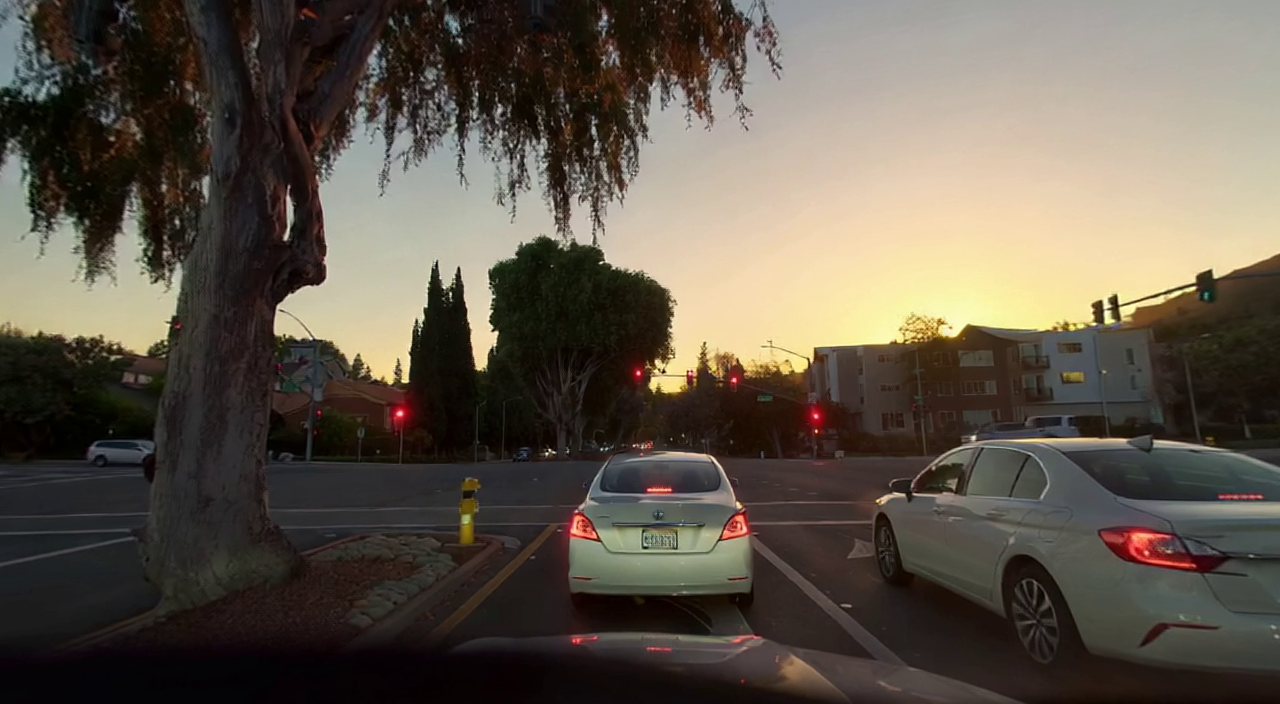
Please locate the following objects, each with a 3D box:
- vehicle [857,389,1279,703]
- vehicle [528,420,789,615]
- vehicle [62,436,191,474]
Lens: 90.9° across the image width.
[{"bbox_3d":[3.171,1.126,3.898,1.931,1.493,4.555,0,-8,-1],"label":"vehicle"},{"bbox_3d":[0.104,1.563,6.875,2.017,1.485,3.813,0,-8,-1],"label":"vehicle"},{"bbox_3d":[-24.309,4.868,29.981,4.450,1.684,1.894,0,-8,0],"label":"vehicle"}]
